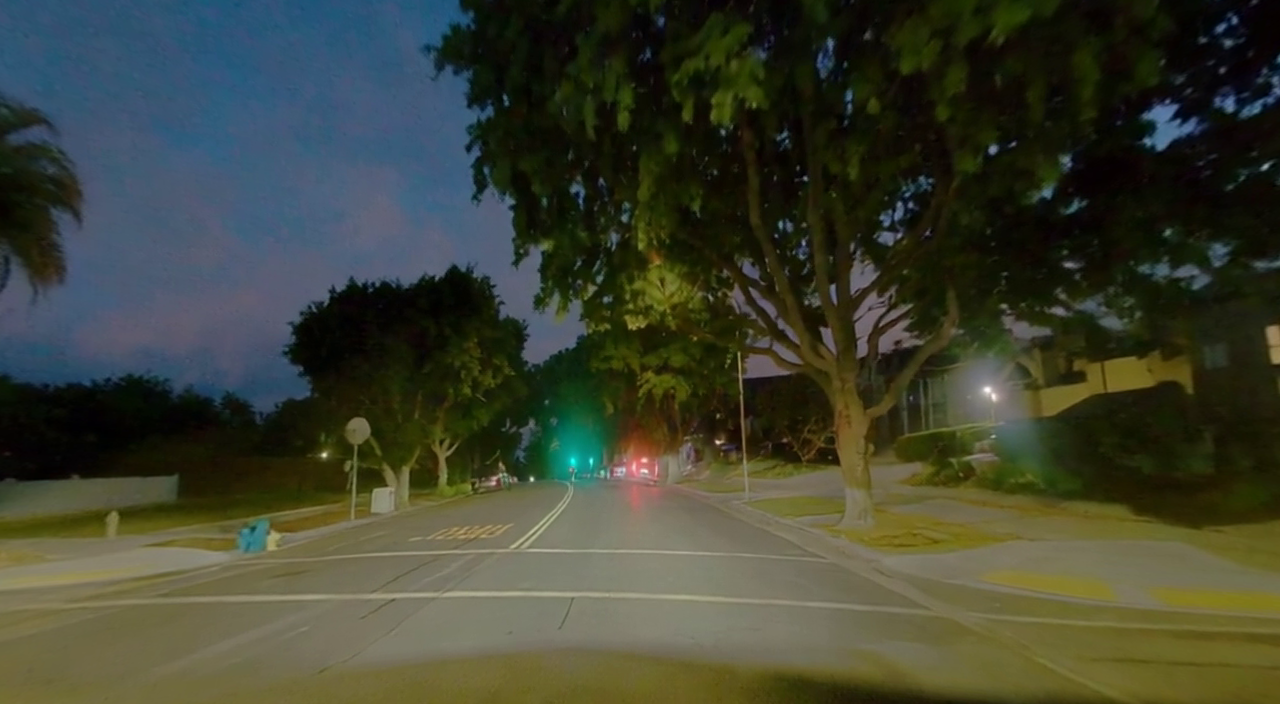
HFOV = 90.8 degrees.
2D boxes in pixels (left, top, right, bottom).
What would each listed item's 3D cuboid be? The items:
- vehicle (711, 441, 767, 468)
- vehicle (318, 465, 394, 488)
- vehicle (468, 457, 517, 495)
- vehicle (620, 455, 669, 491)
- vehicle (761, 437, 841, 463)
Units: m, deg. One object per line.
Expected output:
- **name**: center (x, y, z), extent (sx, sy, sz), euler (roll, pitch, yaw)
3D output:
- **vehicle**: center (7.318, 7.495, 46.294), extent (2.100, 1.857, 4.611), euler (-7, -11, 36)
- **vehicle**: center (-19.927, 8.767, 44.361), extent (4.527, 1.466, 1.880), euler (-2, -9, 10)
- **vehicle**: center (-8.119, 6.798, 35.086), extent (2.155, 1.729, 4.799), euler (0, -7, -7)
- **vehicle**: center (0.166, 6.897, 36.253), extent (2.229, 1.826, 4.611), euler (0, -9, -7)
- **vehicle**: center (10.203, 6.257, 40.286), extent (4.639, 1.634, 2.005), euler (-1, -9, 6)
